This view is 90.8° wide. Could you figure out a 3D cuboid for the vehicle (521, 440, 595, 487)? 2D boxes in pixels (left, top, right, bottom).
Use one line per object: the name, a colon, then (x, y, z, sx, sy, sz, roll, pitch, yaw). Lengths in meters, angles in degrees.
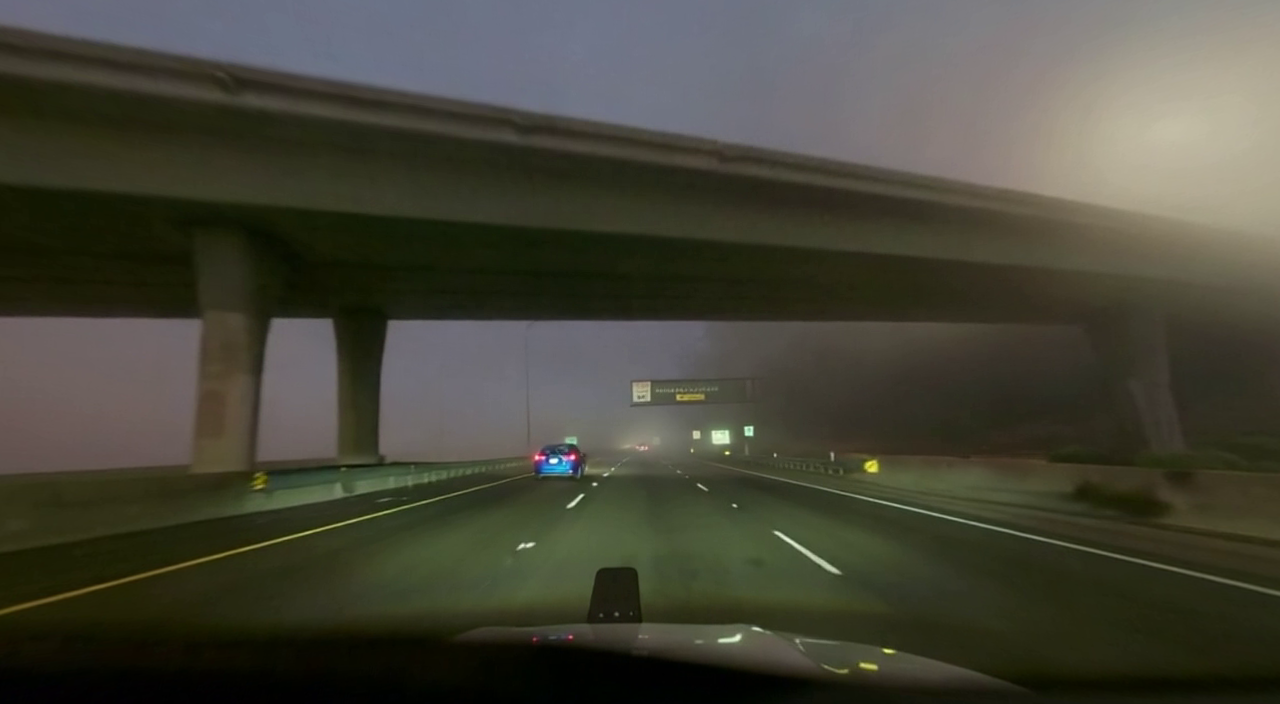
vehicle: (-2.897, 4.059, 23.351, 2.029, 1.557, 4.570, 0, -9, 1)
